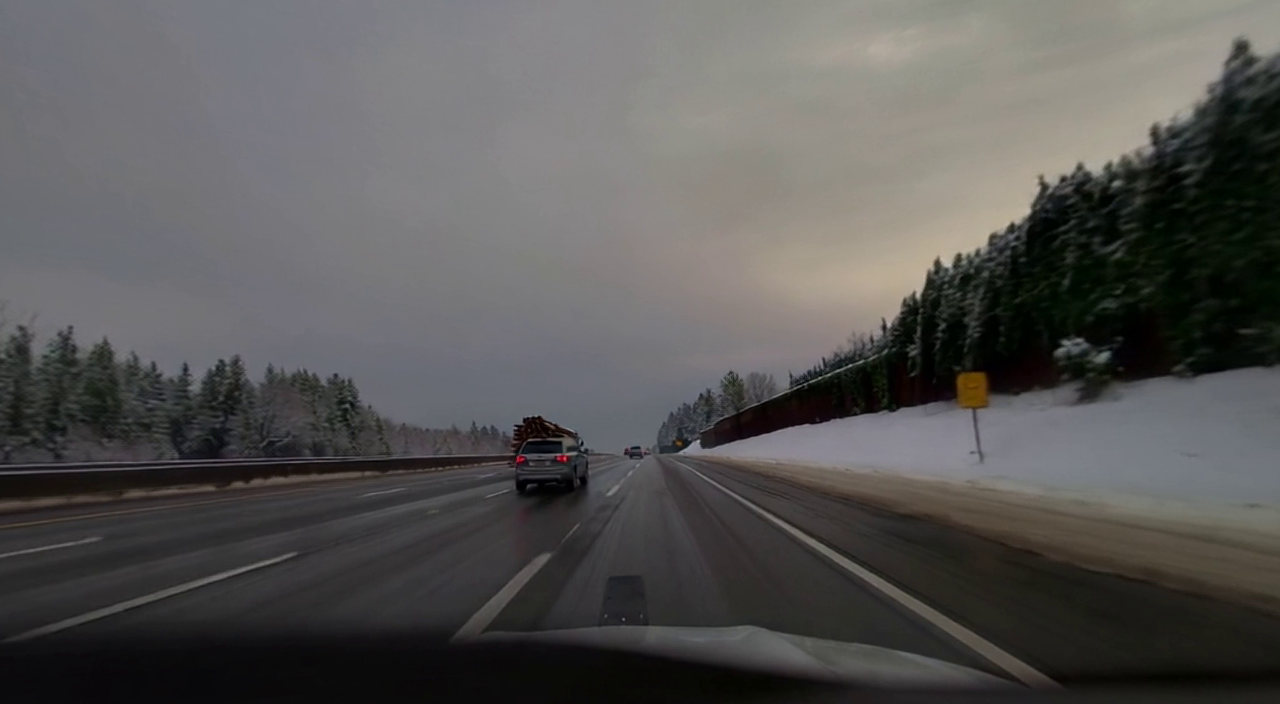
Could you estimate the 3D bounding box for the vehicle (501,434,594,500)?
[{"bbox_3d":[-2.710,3.496,19.643,2.114,1.787,4.365,0,-8,2],"label":"vehicle"}]
